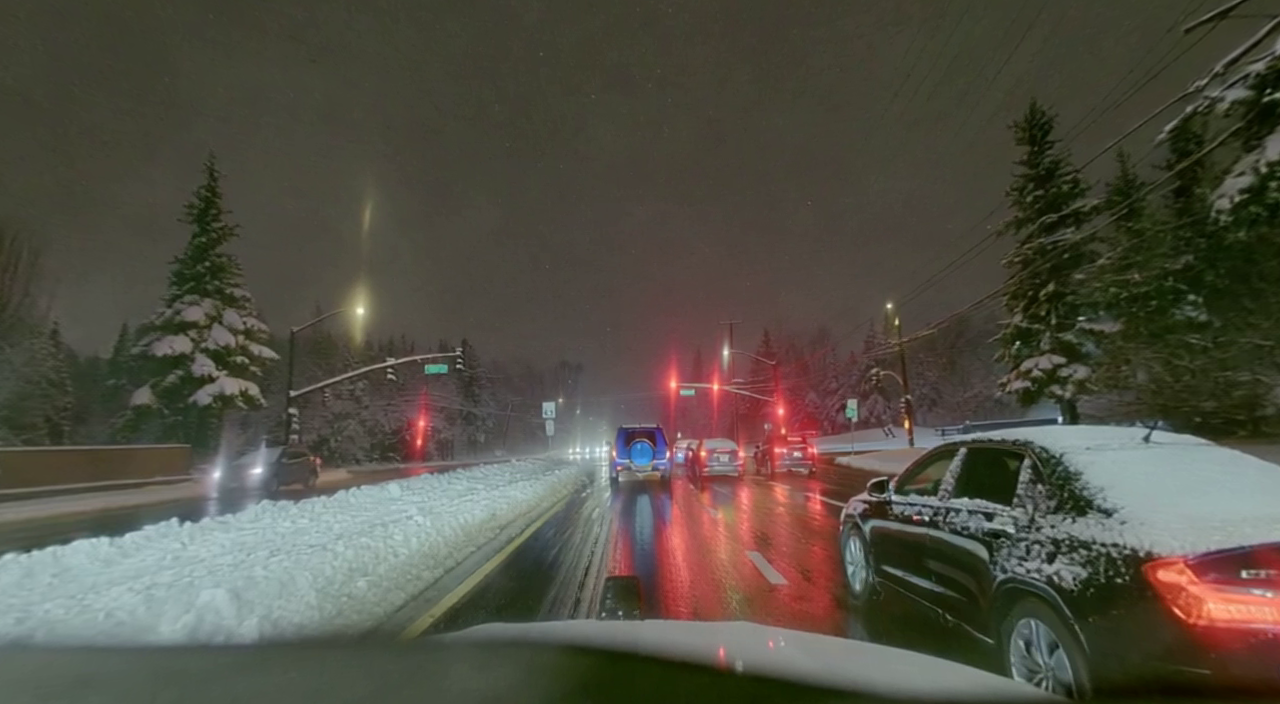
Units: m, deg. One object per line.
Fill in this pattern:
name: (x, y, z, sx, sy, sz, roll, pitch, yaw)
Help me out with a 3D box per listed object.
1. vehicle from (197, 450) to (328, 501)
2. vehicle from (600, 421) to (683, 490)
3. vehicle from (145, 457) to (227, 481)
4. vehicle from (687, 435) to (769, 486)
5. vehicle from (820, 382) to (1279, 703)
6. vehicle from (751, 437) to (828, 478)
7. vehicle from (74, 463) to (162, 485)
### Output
vehicle: (-12.515, 4.077, 21.329, 1.952, 1.475, 4.442, 0, -8, -5)
vehicle: (0.021, 3.190, 19.682, 2.236, 1.856, 4.816, 0, -8, 0)
vehicle: (-33.346, 8.572, 46.485, 4.550, 1.601, 1.766, 0, -8, -5)
vehicle: (2.778, 3.558, 21.029, 2.025, 1.477, 4.333, 0, -8, -1)
vehicle: (2.761, 1.122, 3.833, 2.004, 1.460, 4.297, 0, -8, -1)
vehicle: (5.872, 4.201, 25.378, 1.926, 1.472, 4.449, 0, -8, -1)
vehicle: (-38.140, 8.884, 46.234, 4.625, 1.455, 2.029, 0, -8, 1)
